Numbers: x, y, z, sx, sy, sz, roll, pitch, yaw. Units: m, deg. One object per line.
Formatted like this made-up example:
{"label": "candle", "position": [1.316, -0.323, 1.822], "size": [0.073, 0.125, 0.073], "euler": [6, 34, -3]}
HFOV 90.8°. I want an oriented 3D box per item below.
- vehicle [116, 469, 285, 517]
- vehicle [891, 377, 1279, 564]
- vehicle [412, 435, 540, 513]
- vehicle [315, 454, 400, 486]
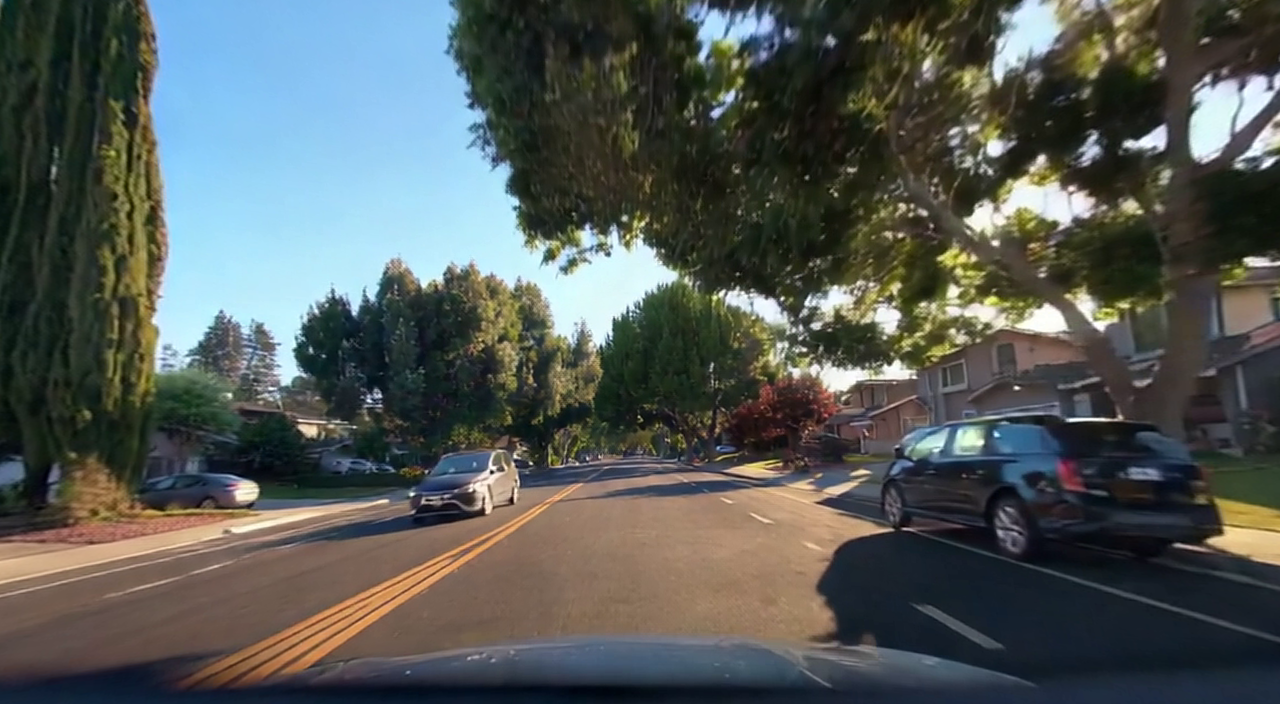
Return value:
{"label": "vehicle", "position": [-15.135, 4.857, 21.967], "size": [4.353, 1.467, 1.931], "euler": [0, -9, -2]}
{"label": "vehicle", "position": [6.111, 1.716, 9.736], "size": [2.205, 2.020, 5.634], "euler": [0, -9, 1]}
{"label": "vehicle", "position": [-4.298, 3.296, 17.590], "size": [2.151, 1.830, 5.172], "euler": [0, -9, 0]}
{"label": "vehicle", "position": [-19.497, 8.159, 43.799], "size": [4.802, 1.868, 2.395], "euler": [-3, -9, -1]}
